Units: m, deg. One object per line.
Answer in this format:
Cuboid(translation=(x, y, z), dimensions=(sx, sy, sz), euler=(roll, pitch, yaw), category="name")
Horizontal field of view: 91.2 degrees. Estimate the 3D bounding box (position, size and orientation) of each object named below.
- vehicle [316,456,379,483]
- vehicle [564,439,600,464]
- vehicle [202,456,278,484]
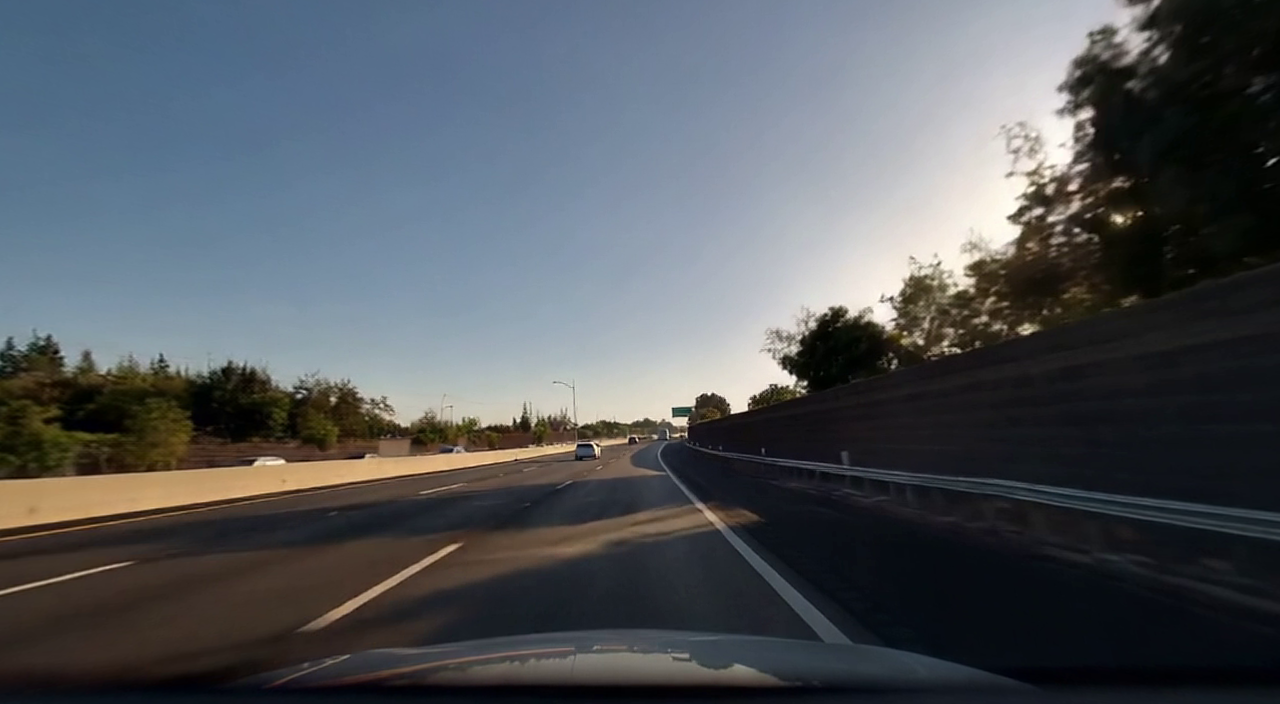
Cuboid(translation=(-16.979, 6.815, 36.587), dimensions=(1.775, 1.444, 3.821), euler=(0, -9, 0), category="vehicle")
Cuboid(translation=(-3.946, 6.797, 42.939), dimensions=(1.998, 1.584, 4.005), euler=(0, -9, 1), category="vehicle")
Cuboid(translation=(-24.281, 7.128, 38.193), dimensions=(1.844, 1.533, 4.111), euler=(0, -9, 1), category="vehicle")
